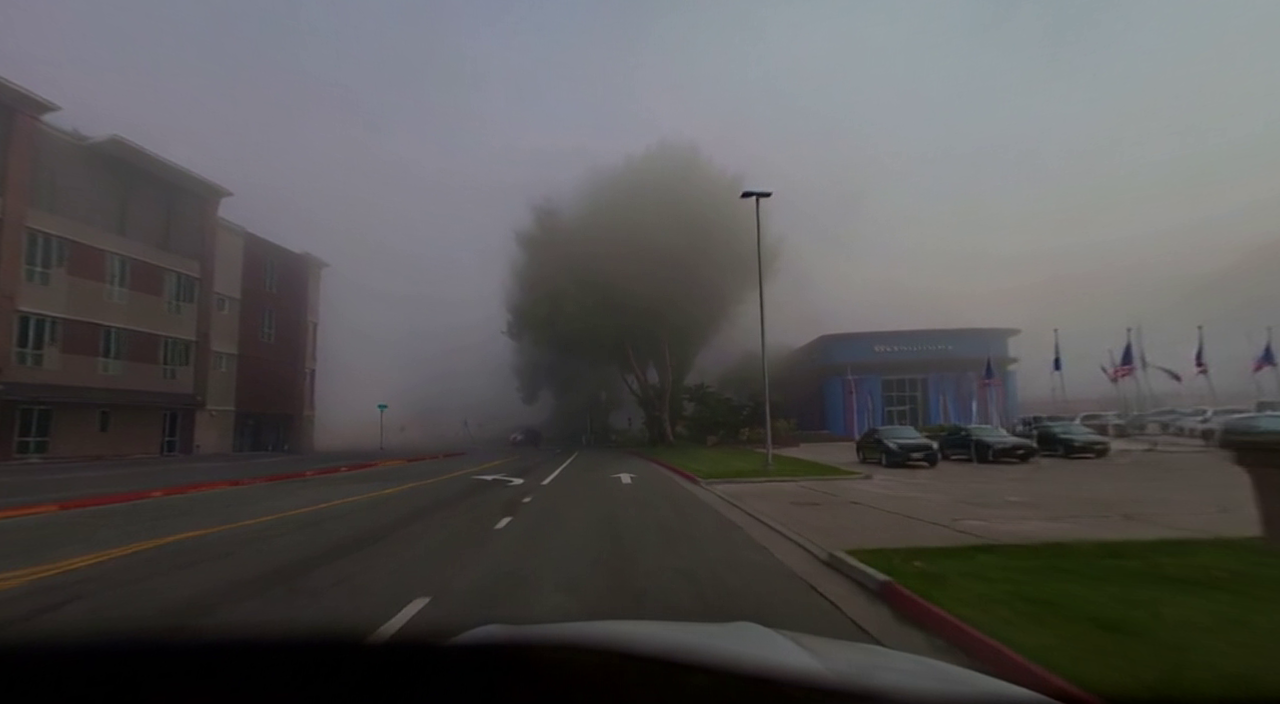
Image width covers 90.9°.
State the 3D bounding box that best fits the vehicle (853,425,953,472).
[{"bbox_3d":[9.222,3.391,22.422,1.769,1.516,3.520,1,-8,-6],"label":"vehicle"}]
